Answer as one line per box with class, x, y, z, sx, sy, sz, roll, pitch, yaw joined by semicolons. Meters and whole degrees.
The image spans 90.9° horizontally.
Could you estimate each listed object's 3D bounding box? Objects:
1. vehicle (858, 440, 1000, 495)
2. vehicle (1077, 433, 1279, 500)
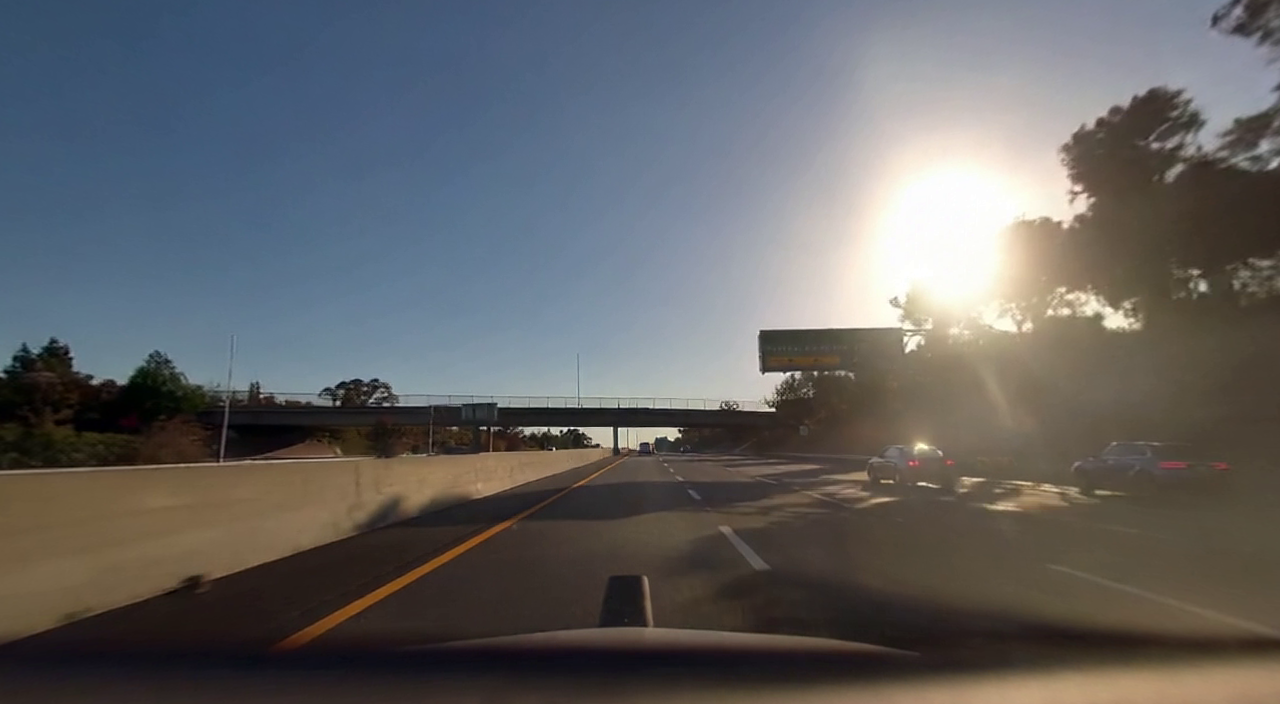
vehicle;8.883;3.577;19.972;2.093;1.525;4.865;0;-9;-1
vehicle;15.376;3.231;18.226;2.116;1.674;4.566;0;-9;-1
